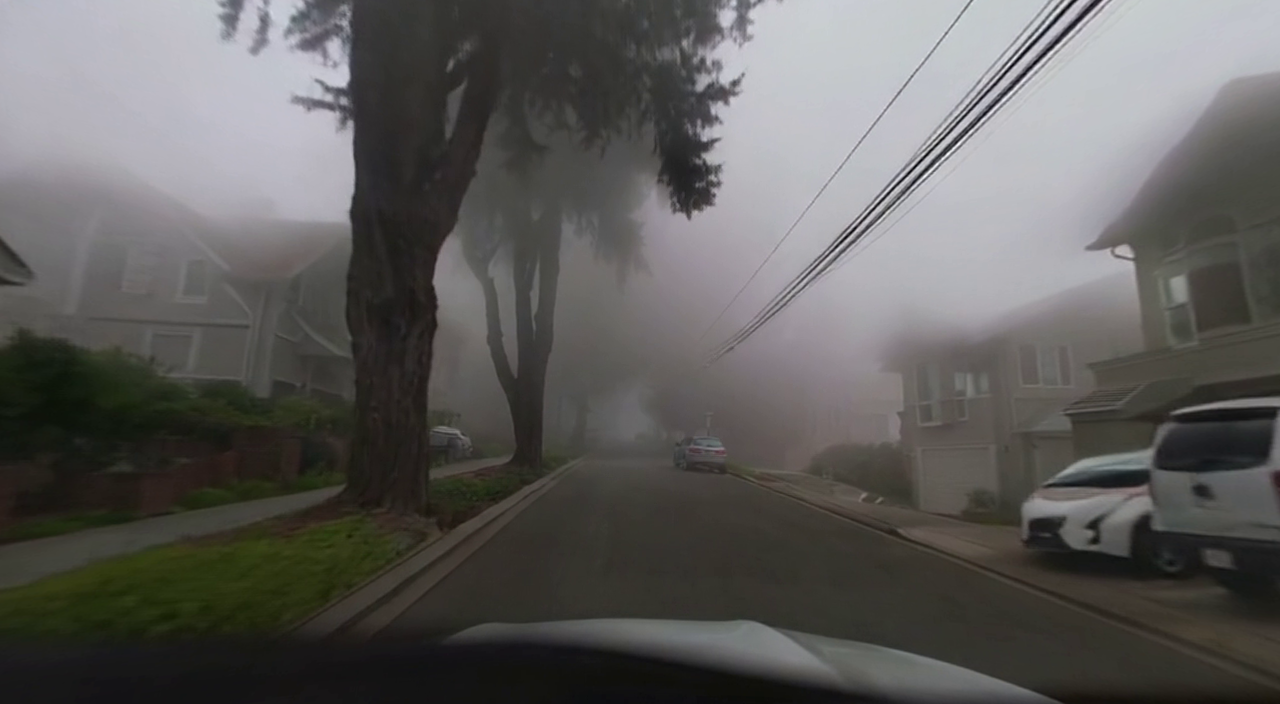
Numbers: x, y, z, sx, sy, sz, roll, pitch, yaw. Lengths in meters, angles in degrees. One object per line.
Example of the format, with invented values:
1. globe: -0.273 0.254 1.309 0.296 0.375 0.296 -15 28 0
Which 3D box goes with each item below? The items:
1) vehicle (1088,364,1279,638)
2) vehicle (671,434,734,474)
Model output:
1. vehicle: 8.232 1.394 6.364 5.739 2.299 2.216 0 -8 -3
2. vehicle: 2.477 4.156 26.106 1.955 1.498 4.046 0 -7 -4
